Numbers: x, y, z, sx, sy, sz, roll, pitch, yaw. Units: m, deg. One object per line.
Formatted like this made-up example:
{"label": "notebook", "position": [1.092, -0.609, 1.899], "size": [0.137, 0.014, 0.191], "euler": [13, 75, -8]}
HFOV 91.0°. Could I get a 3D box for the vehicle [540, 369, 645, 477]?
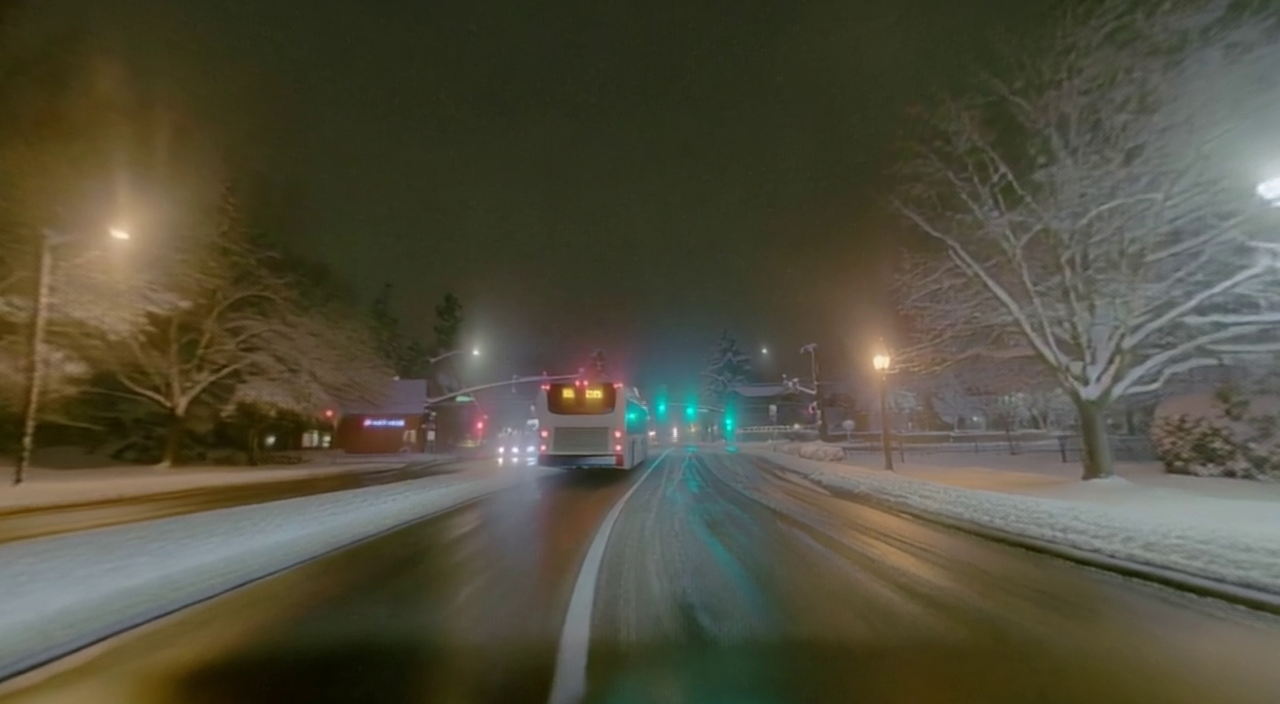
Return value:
{"label": "vehicle", "position": [-1.464, 3.088, 25.699], "size": [3.031, 3.429, 11.005], "euler": [0, -9, 2]}
